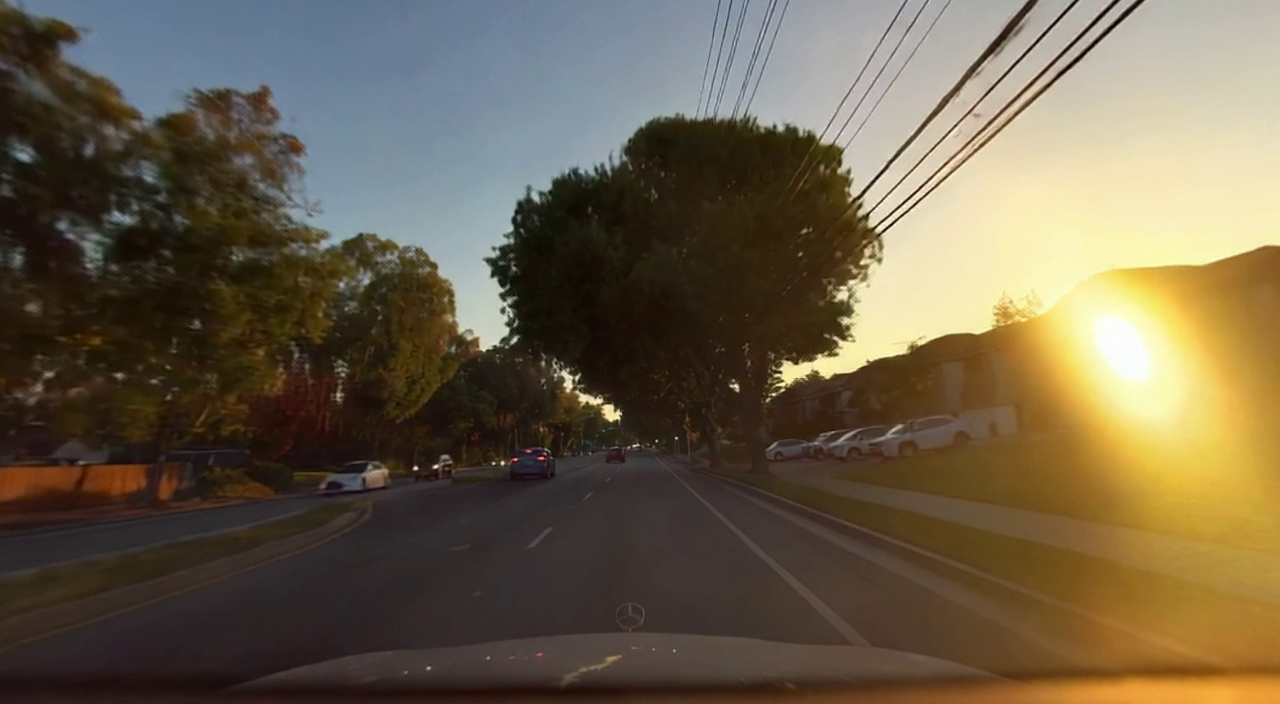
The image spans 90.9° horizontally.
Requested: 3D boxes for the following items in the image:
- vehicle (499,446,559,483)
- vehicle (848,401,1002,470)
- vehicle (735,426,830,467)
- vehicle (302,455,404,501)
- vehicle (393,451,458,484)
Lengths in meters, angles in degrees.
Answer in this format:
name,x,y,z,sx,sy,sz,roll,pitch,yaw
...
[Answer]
name,x,y,z,sx,sy,sz,roll,pitch,yaw
vehicle,-4.858,4.990,28.200,2.084,1.466,4.522,0,-9,-2
vehicle,10.789,3.233,24.155,4.610,1.853,2.265,-8,-9,-3
vehicle,8.283,5.577,36.964,4.840,1.583,2.324,-8,-9,-3
vehicle,-10.746,4.711,24.035,2.048,1.481,4.543,0,-9,-4
vehicle,-12.528,6.735,37.130,2.077,1.713,4.715,-1,-9,1
